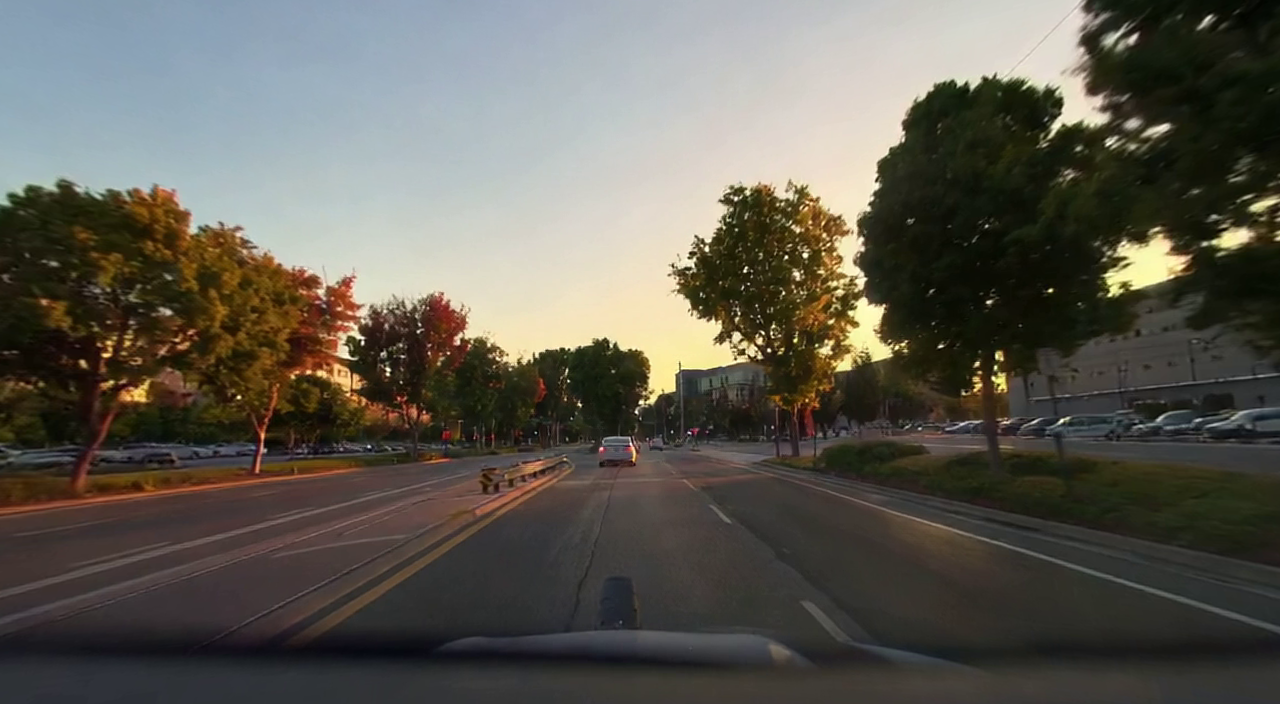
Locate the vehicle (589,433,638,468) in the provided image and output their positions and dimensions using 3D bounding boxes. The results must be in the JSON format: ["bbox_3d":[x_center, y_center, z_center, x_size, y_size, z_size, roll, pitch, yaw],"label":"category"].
[{"bbox_3d":[-1.147,4.421,28.468,2.075,1.470,3.962,0,-8,-1],"label":"vehicle"}]
